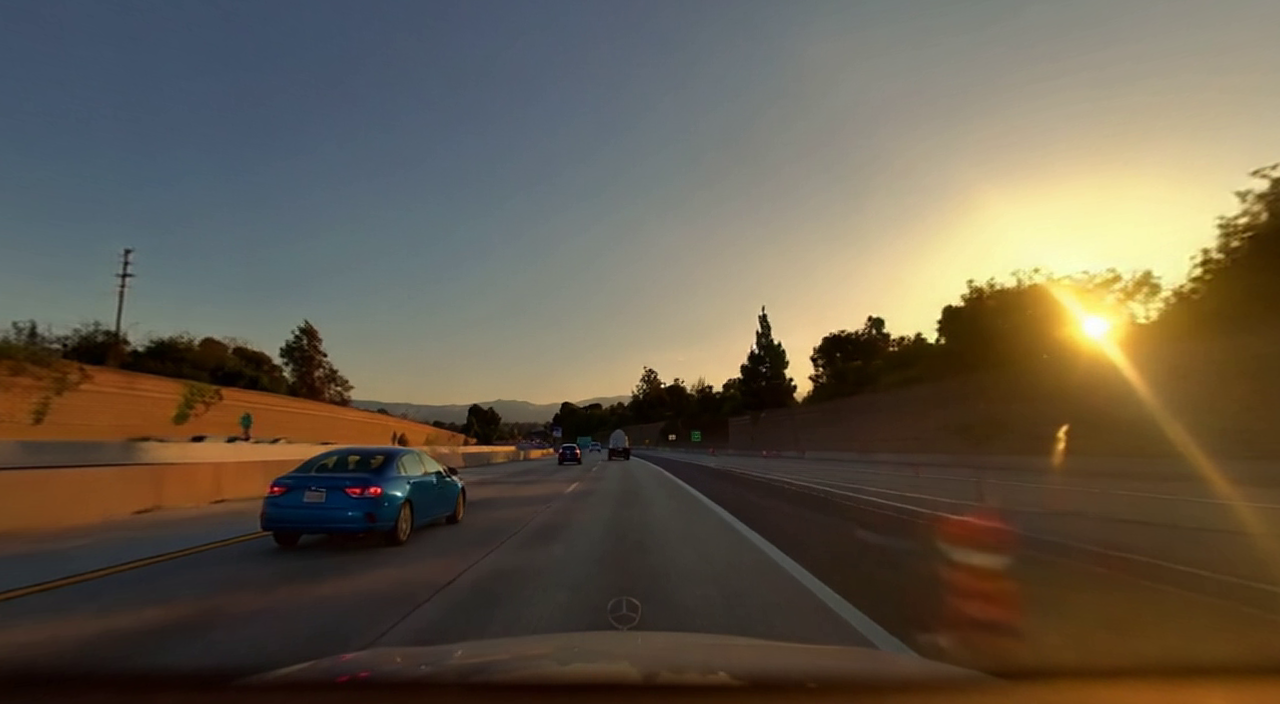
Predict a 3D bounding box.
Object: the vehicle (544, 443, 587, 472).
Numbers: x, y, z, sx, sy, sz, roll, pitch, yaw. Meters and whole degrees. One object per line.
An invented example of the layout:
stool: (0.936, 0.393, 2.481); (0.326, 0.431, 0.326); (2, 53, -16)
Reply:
vehicle: (-3.943, 5.646, 33.849); (1.965, 1.459, 4.145); (1, -9, -2)

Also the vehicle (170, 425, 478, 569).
vehicle: (-3.984, 1.903, 9.102); (2.012, 1.510, 4.672); (0, -9, 0)
